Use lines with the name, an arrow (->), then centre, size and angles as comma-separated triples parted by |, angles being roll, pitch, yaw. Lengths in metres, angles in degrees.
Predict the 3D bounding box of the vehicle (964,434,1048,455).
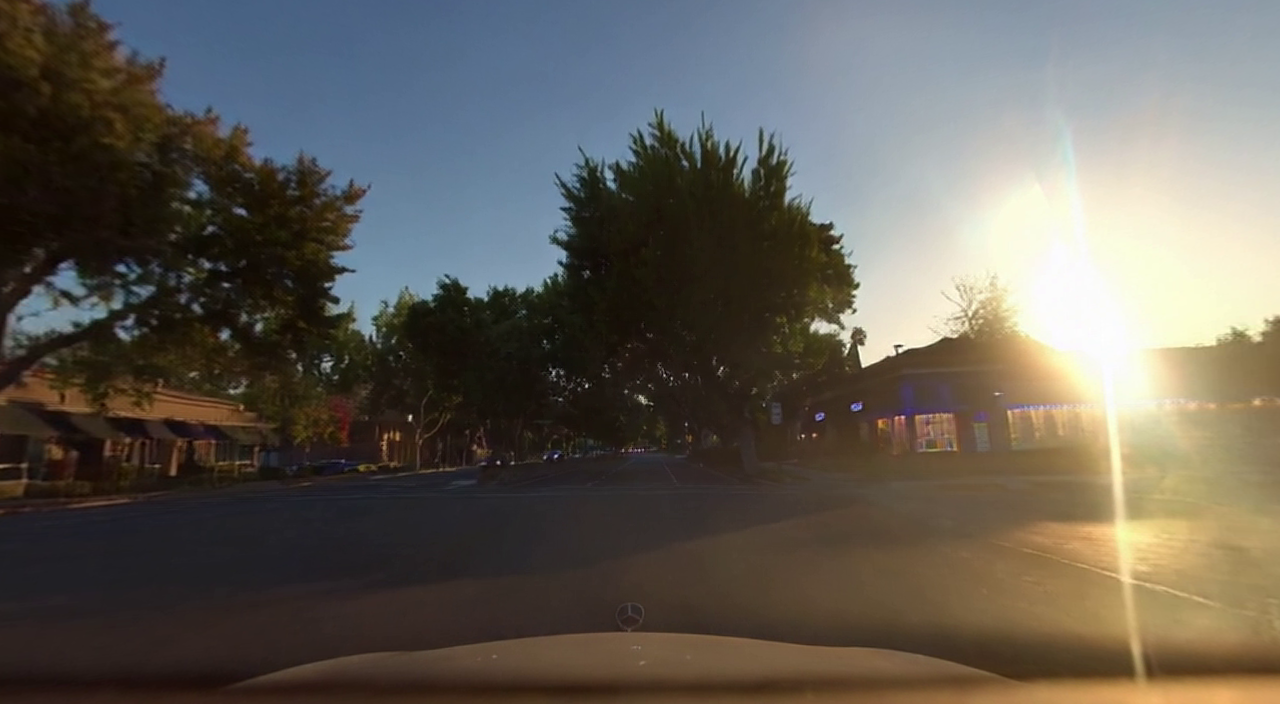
vehicle -> 25.960, 6.607, 44.867 | 4.942, 1.435, 1.987 | -5, -9, 28
